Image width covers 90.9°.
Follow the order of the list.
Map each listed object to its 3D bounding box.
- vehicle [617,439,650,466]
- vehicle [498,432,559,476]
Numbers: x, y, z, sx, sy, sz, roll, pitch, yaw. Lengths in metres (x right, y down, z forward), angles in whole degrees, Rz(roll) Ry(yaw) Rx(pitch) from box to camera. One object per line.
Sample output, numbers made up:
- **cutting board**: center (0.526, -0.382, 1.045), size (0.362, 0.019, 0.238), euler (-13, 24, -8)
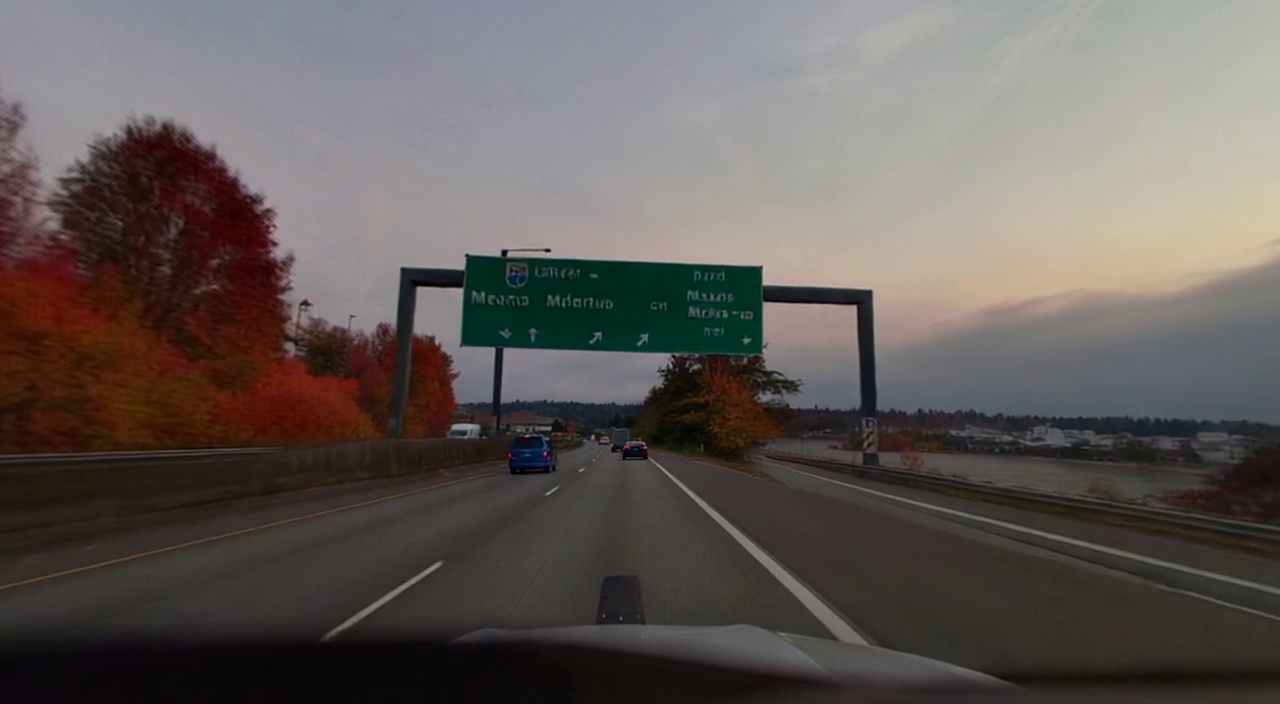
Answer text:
- **vehicle**: center (-0.433, 6.045, 38.018), size (1.939, 1.497, 3.863), euler (0, -8, -2)
- **vehicle**: center (-4.753, 4.405, 27.423), size (1.924, 1.720, 4.195), euler (0, -8, -1)
